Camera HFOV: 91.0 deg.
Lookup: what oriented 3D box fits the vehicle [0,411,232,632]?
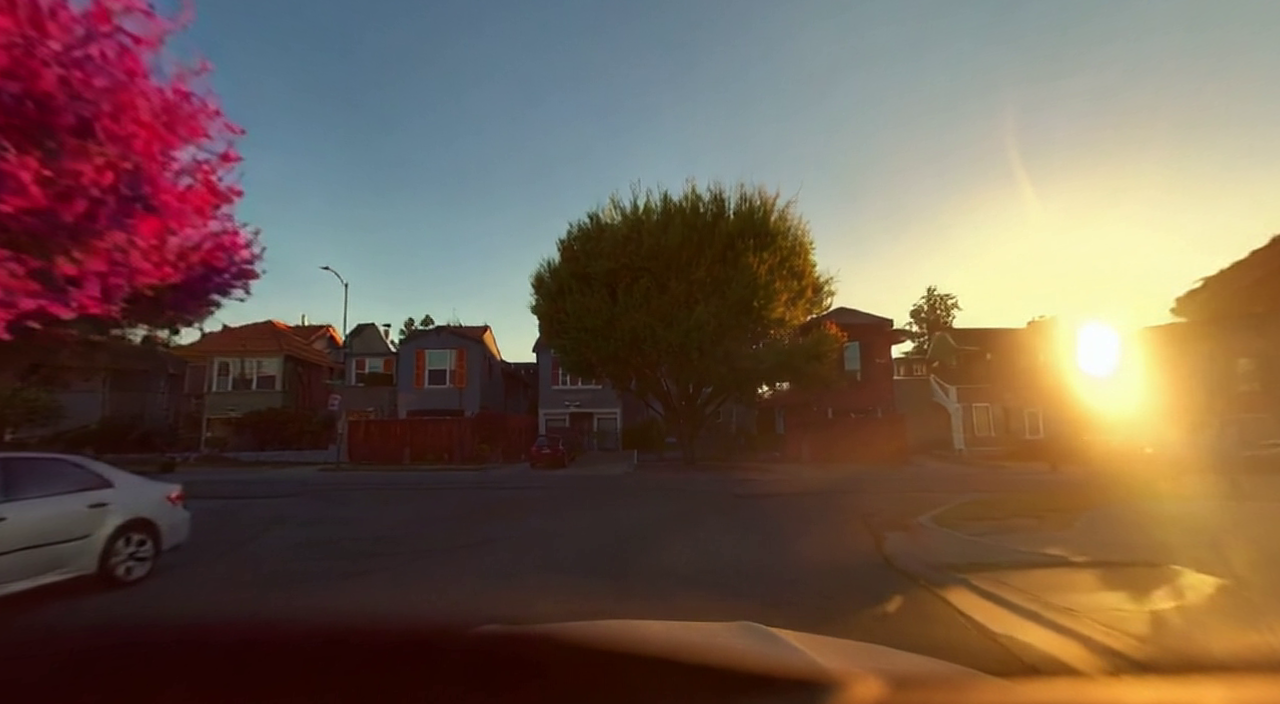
[{"bbox_3d":[-6.059,1.399,5.403,2.087,1.697,4.892,1,-9,-4],"label":"vehicle"}]

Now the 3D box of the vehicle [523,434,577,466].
[{"bbox_3d":[-4.498,5.004,32.208,1.968,1.491,4.486,0,-9,2],"label":"vehicle"}]
